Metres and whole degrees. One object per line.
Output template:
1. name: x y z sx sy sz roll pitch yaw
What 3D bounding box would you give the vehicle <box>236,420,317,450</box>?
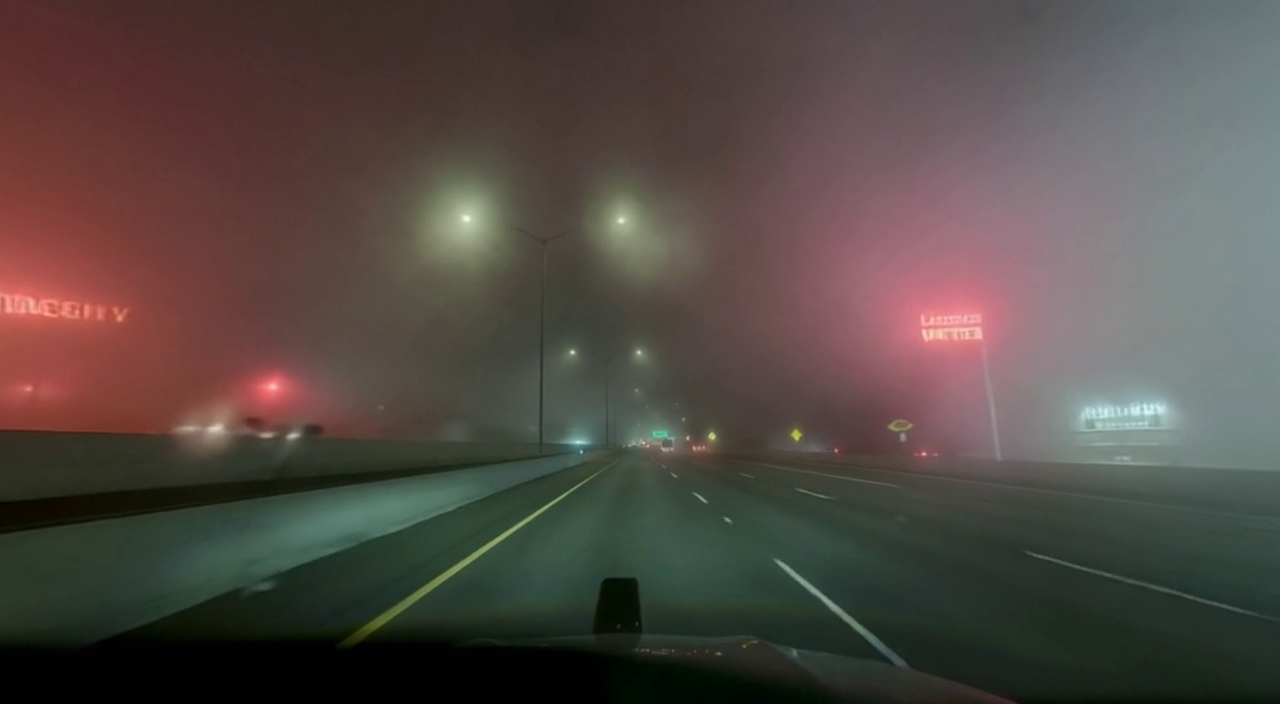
1. vehicle: -21.563 5.001 37.753 1.928 1.628 4.890 0 -9 0

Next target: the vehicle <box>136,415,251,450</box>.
1. vehicle: -25.379 4.708 36.227 2.251 1.820 5.899 0 -9 0
